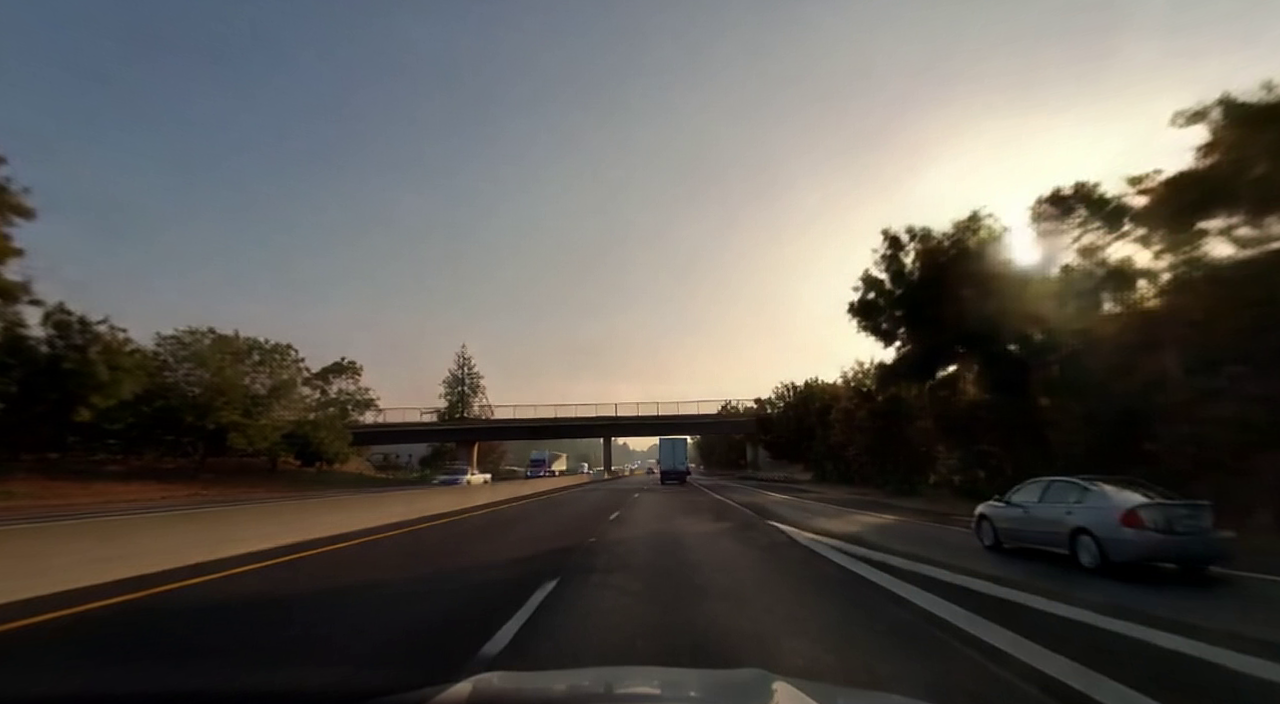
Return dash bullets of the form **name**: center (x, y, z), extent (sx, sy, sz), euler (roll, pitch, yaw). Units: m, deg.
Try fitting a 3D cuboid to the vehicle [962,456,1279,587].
- **vehicle**: center (7.030, 2.358, 9.407), extent (1.949, 1.468, 4.145), euler (2, -11, -6)
